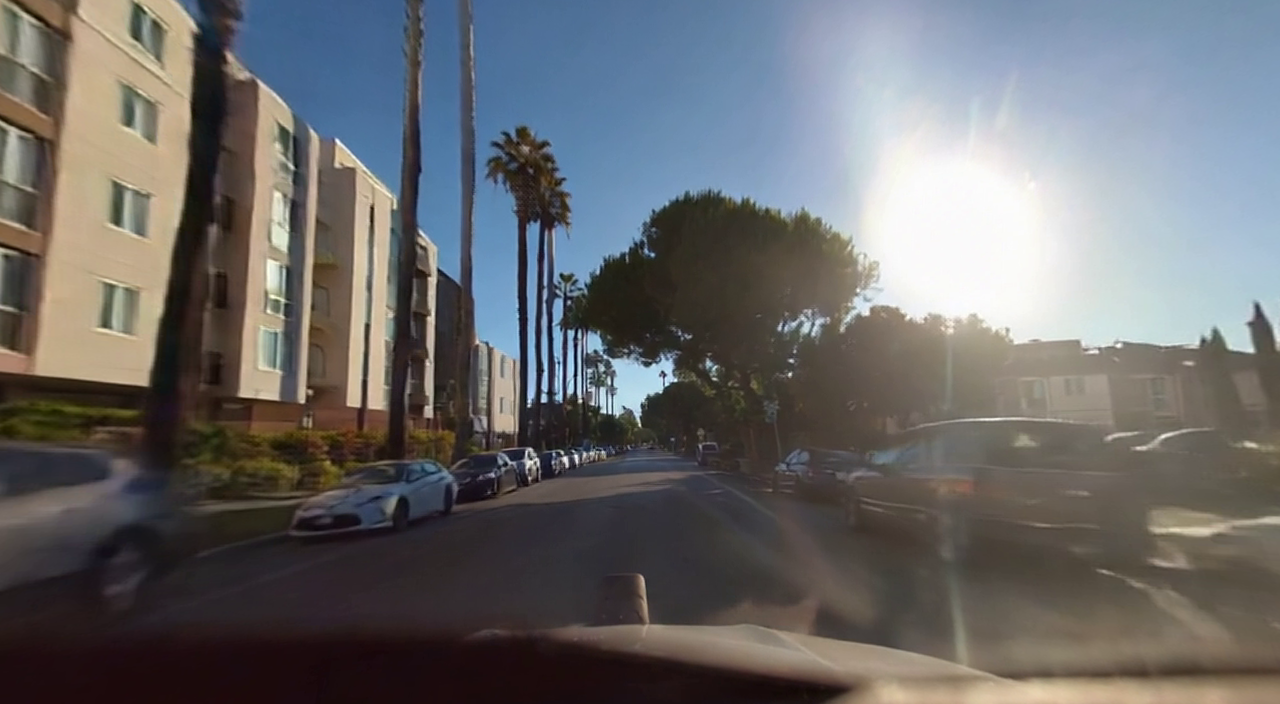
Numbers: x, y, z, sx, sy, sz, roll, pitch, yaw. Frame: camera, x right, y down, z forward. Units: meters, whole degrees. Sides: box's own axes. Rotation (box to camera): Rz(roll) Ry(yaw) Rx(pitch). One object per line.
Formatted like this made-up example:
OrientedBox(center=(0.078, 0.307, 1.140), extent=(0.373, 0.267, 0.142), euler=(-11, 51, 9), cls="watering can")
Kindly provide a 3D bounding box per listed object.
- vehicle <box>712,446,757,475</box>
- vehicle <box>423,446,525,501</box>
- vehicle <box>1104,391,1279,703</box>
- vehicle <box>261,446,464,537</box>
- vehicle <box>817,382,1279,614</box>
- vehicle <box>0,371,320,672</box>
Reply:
OrientedBox(center=(5.205, 6.037, 35.494), extent=(1.991, 1.525, 5.203), euler=(0, -9, 3), cls="vehicle")
OrientedBox(center=(-5.081, 3.769, 20.055), extent=(1.997, 1.497, 4.437), euler=(0, -9, 0), cls="vehicle")
OrientedBox(center=(4.648, 0.919, 2.338), extent=(2.220, 1.738, 4.800), euler=(0, -8, 1), cls="vehicle")
OrientedBox(center=(-5.361, 2.711, 13.040), extent=(2.031, 1.505, 4.540), euler=(0, -9, 1), cls="vehicle")
OrientedBox(center=(4.511, 1.712, 8.587), extent=(2.570, 2.005, 6.020), euler=(0, -8, 1), cls="vehicle")
OrientedBox(center=(-5.324, 1.237, 4.941), extent=(2.227, 1.967, 6.220), euler=(0, -9, 2), cls="vehicle")
